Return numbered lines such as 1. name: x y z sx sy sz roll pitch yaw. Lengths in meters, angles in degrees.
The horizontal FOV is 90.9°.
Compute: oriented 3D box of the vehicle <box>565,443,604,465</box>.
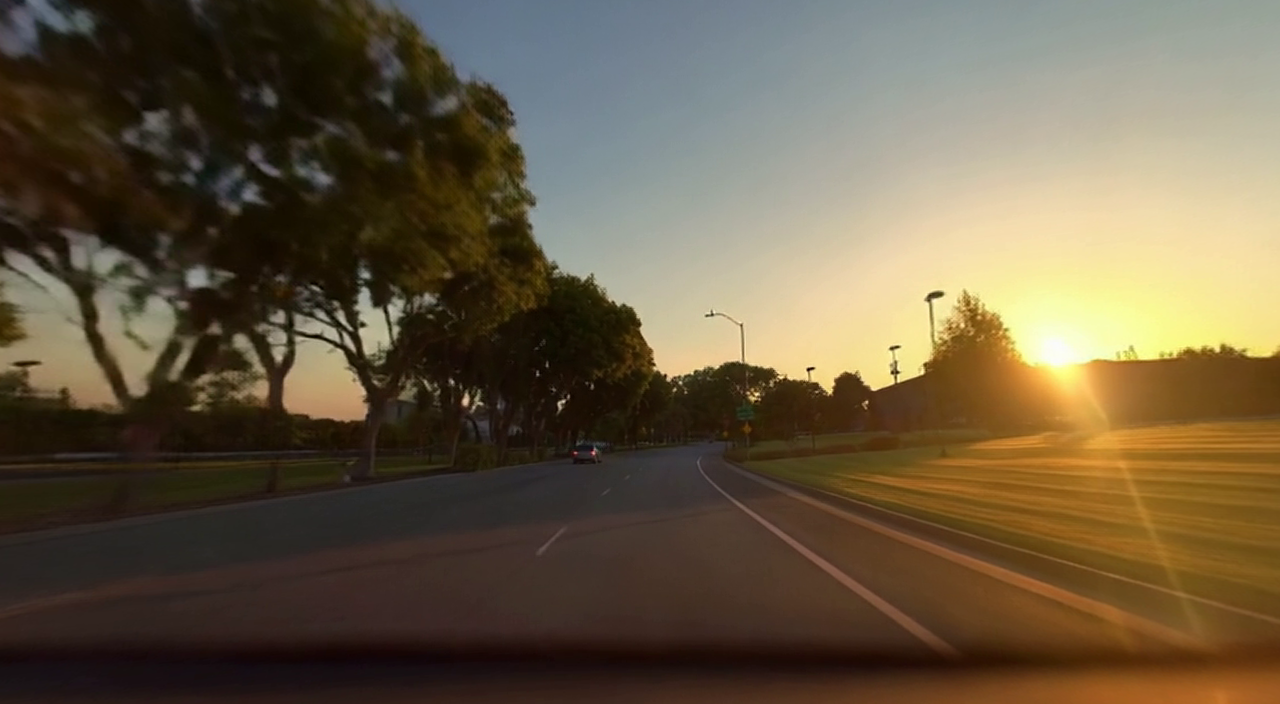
1. vehicle: -3.908 7.285 45.156 1.945 1.461 4.605 -1 -8 6
